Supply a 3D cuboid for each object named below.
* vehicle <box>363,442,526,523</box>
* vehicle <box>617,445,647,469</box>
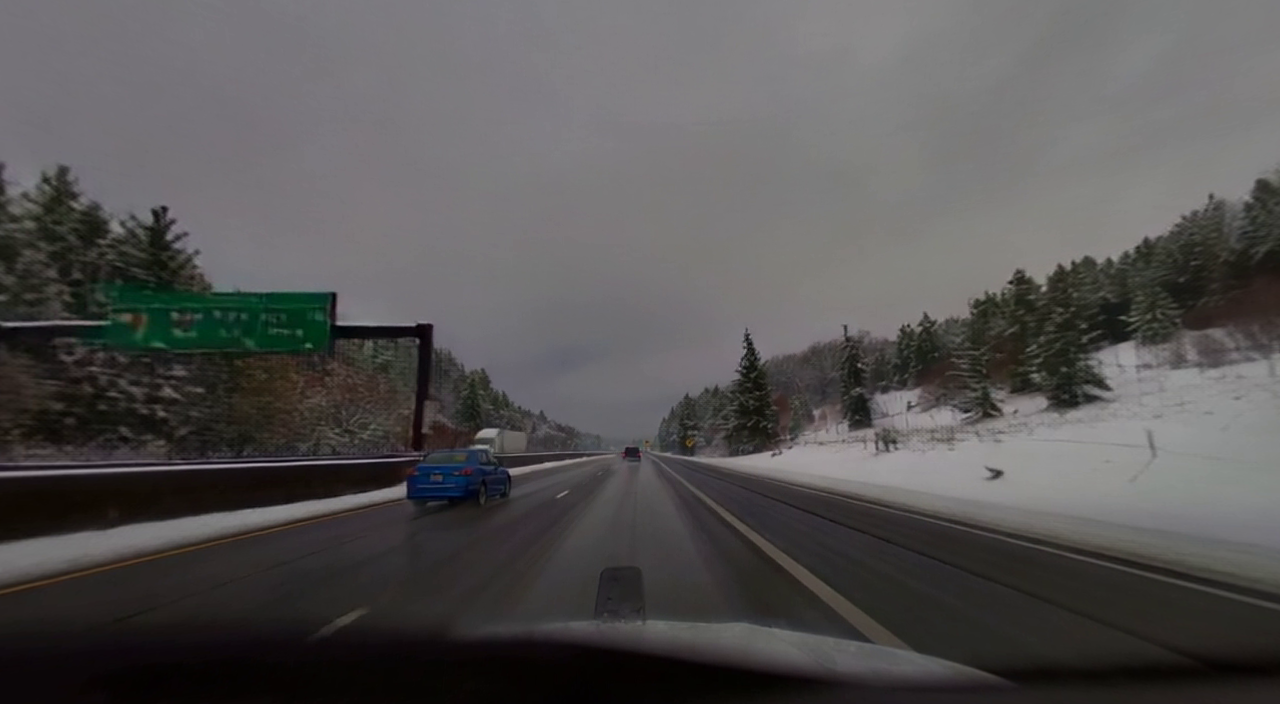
[{"bbox_3d":[-4.078,2.789,14.102,2.157,1.483,4.601,0,-9,0],"label":"vehicle"},{"bbox_3d":[-0.519,7.403,44.452,2.011,1.590,3.607,0,-9,1],"label":"vehicle"}]
